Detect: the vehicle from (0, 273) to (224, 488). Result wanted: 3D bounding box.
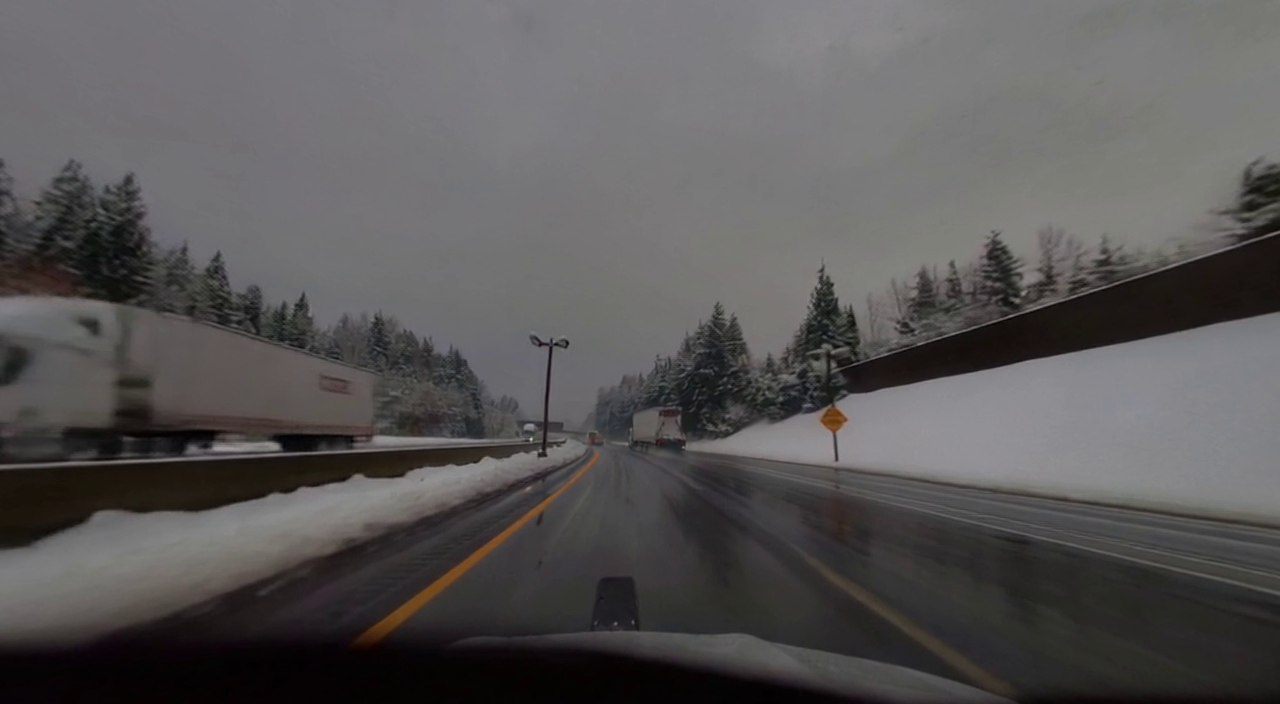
[{"bbox_3d":[-12.823,0.878,14.004,2.962,3.832,5.796,0,-8,0],"label":"vehicle"}]
